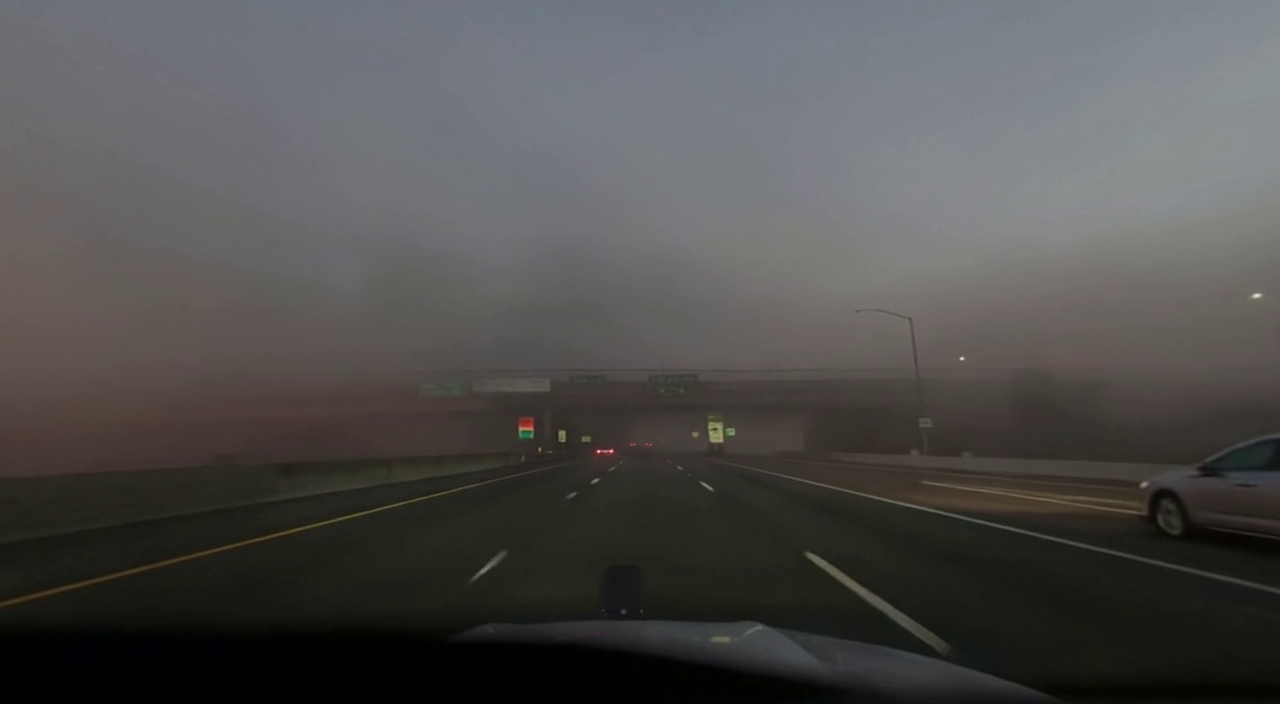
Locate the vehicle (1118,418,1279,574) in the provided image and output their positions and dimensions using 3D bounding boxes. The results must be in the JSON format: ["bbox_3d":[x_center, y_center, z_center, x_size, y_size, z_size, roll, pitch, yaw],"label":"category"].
[{"bbox_3d":[7.661,1.451,6.235,2.032,1.601,4.863,0,-8,1],"label":"vehicle"}]
